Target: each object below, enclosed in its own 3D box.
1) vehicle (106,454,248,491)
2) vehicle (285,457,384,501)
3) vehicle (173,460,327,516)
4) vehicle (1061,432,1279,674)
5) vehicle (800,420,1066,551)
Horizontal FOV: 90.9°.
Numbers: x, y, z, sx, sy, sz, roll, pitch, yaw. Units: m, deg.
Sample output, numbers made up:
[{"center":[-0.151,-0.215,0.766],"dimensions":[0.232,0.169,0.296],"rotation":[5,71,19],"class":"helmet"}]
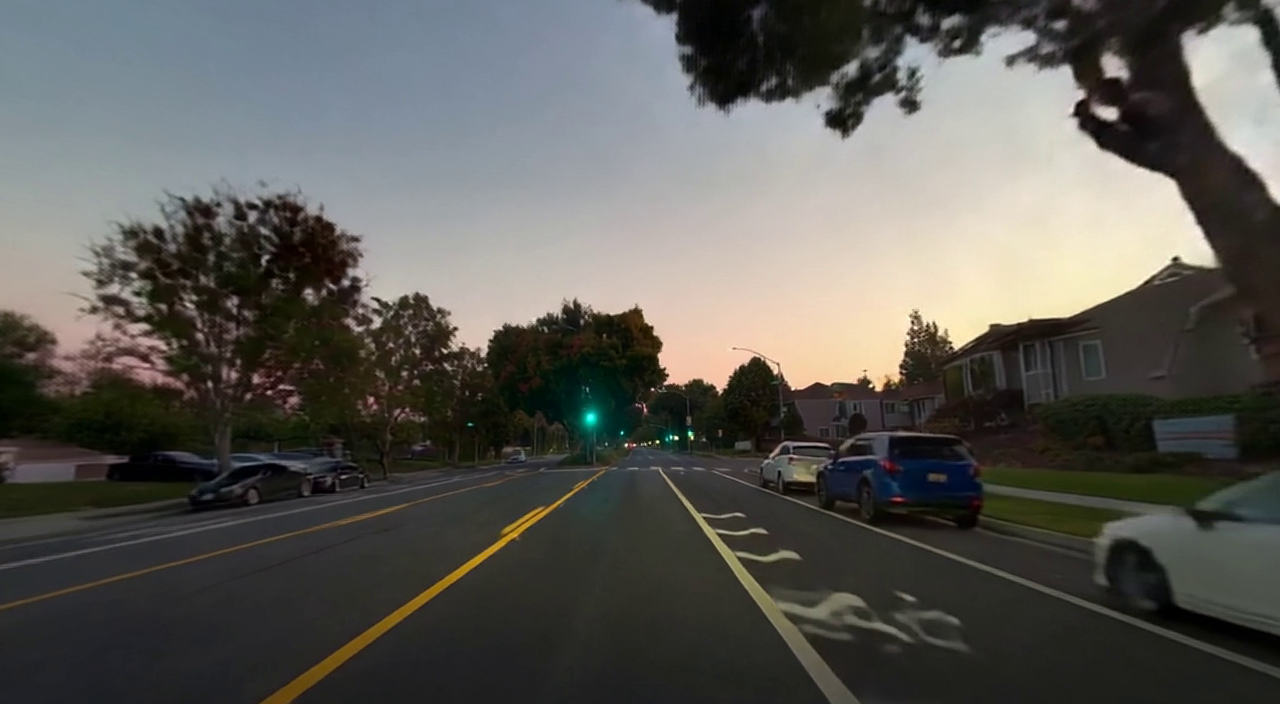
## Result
[{"center":[-20.887,5.429,28.624],"dimensions":[4.715,1.560,2.131],"rotation":[0,-9,-1],"class":"vehicle"},{"center":[-12.443,5.152,26.049],"dimensions":[1.851,1.472,4.532],"rotation":[-1,-8,0],"class":"vehicle"},{"center":[-12.570,4.366,20.767],"dimensions":[1.983,1.513,4.662],"rotation":[0,-9,2],"class":"vehicle"},{"center":[4.786,1.153,3.403],"dimensions":[1.928,1.431,4.570],"rotation":[0,-8,1],"class":"vehicle"},{"center":[4.701,2.203,11.319],"dimensions":[2.218,1.789,5.146],"rotation":[0,-8,-1],"class":"vehicle"}]
